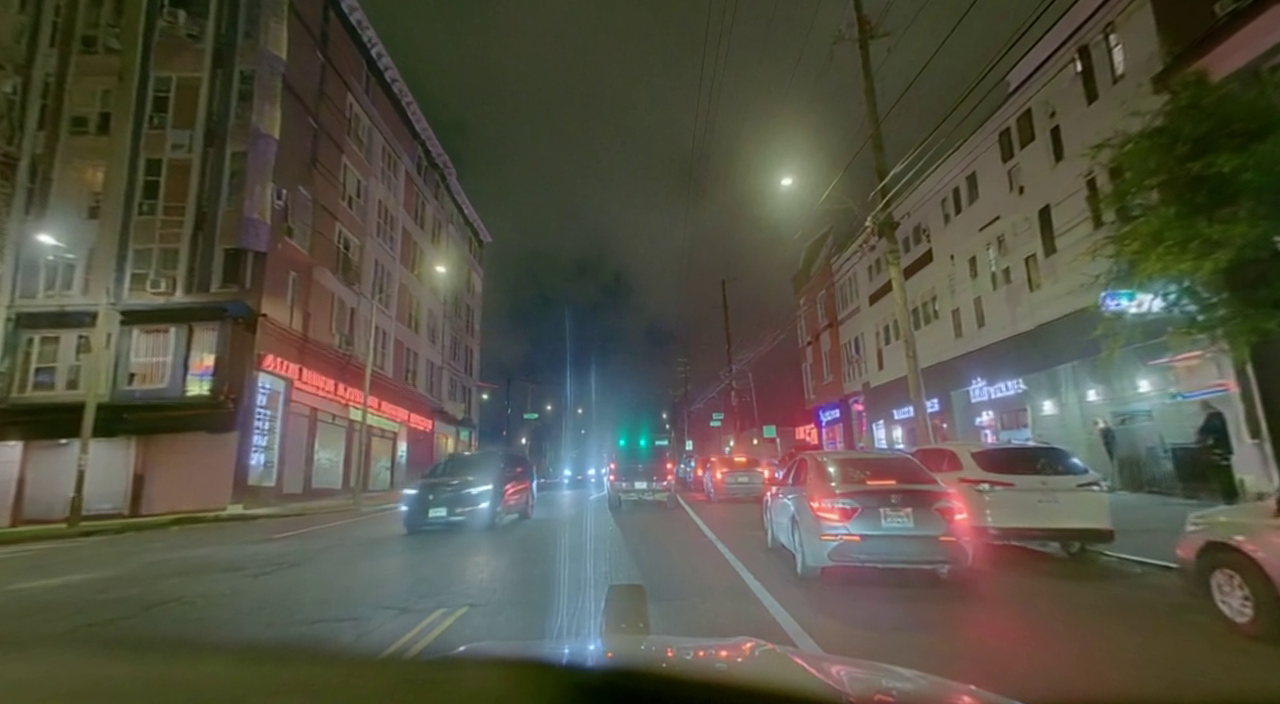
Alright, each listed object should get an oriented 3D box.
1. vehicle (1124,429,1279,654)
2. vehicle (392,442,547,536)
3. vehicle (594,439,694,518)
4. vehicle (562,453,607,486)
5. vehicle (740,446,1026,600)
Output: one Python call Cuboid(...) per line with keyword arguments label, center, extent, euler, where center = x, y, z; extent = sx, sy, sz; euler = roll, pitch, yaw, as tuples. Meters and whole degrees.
Cuboid(label="vehicle", center=(5.526, 1.200, 3.611), extent=(1.931, 1.585, 4.387), euler=(0, -9, -1))
Cuboid(label="vehicle", center=(-3.471, 2.856, 13.850), extent=(2.112, 1.705, 4.365), euler=(0, -8, 1))
Cuboid(label="vehicle", center=(0.036, 3.131, 16.194), extent=(2.232, 1.736, 4.036), euler=(0, -8, -1))
Cuboid(label="vehicle", center=(-3.024, 6.520, 35.233), extent=(2.023, 1.646, 4.282), euler=(-1, -8, 1))
Cuboid(label="vehicle", center=(2.708, 1.995, 8.385), extent=(2.029, 1.460, 4.451), euler=(0, -8, 0))
